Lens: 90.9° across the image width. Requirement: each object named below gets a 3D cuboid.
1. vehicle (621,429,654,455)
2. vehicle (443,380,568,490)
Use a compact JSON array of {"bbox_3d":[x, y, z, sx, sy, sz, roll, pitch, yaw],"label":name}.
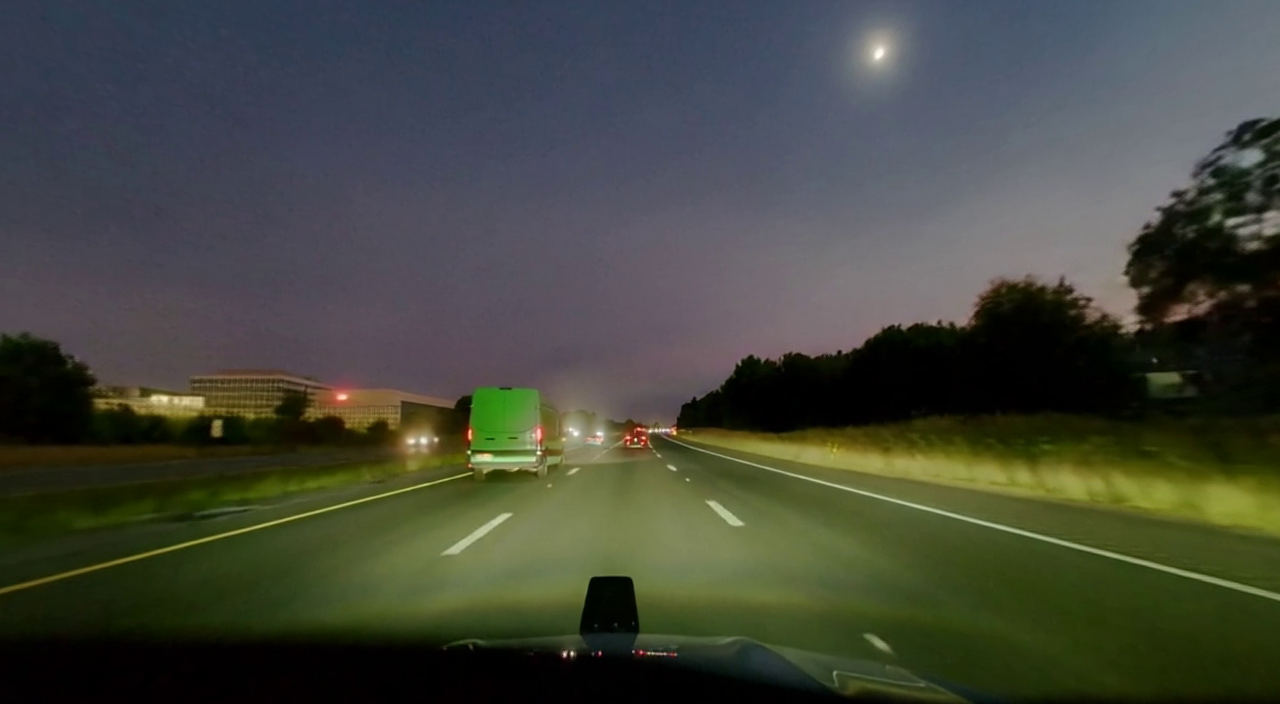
[{"bbox_3d":[-0.174,6.082,42.594,2.104,1.646,4.176,0,-8,-1],"label":"vehicle"},{"bbox_3d":[-3.511,2.353,17.855,2.424,2.577,5.828,0,-8,-2],"label":"vehicle"}]
